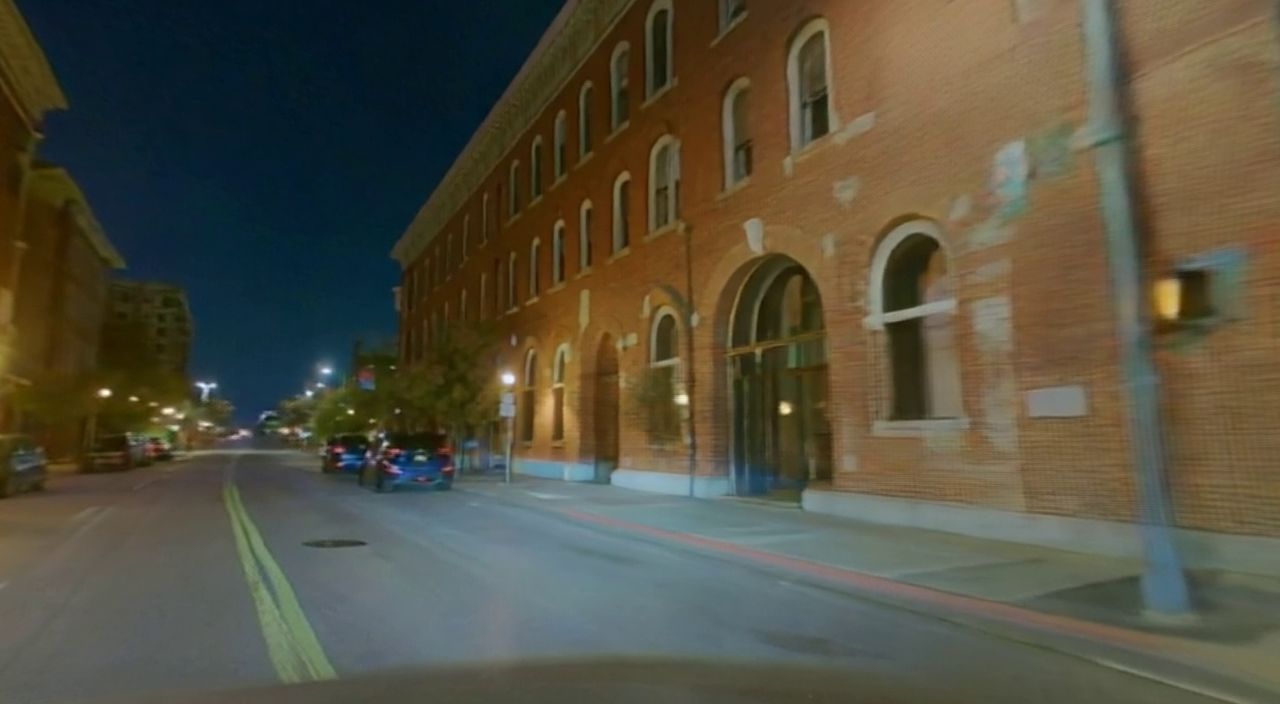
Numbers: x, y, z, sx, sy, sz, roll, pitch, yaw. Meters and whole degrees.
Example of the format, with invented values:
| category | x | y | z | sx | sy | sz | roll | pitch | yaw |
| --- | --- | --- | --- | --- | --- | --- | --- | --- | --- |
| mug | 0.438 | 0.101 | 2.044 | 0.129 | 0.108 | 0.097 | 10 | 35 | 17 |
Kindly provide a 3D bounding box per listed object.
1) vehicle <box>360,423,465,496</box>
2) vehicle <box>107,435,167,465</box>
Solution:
| category | x | y | z | sx | sy | sz | roll | pitch | yaw |
| --- | --- | --- | --- | --- | --- | --- | --- | --- | --- |
| vehicle | -6.721 | 3.063 | 18.334 | 1.953 | 1.804 | 4.518 | 5 | -10 | -31 |
| vehicle | -26.927 | 5.248 | 33.873 | 1.934 | 1.478 | 4.180 | 4 | -9 | -31 |
